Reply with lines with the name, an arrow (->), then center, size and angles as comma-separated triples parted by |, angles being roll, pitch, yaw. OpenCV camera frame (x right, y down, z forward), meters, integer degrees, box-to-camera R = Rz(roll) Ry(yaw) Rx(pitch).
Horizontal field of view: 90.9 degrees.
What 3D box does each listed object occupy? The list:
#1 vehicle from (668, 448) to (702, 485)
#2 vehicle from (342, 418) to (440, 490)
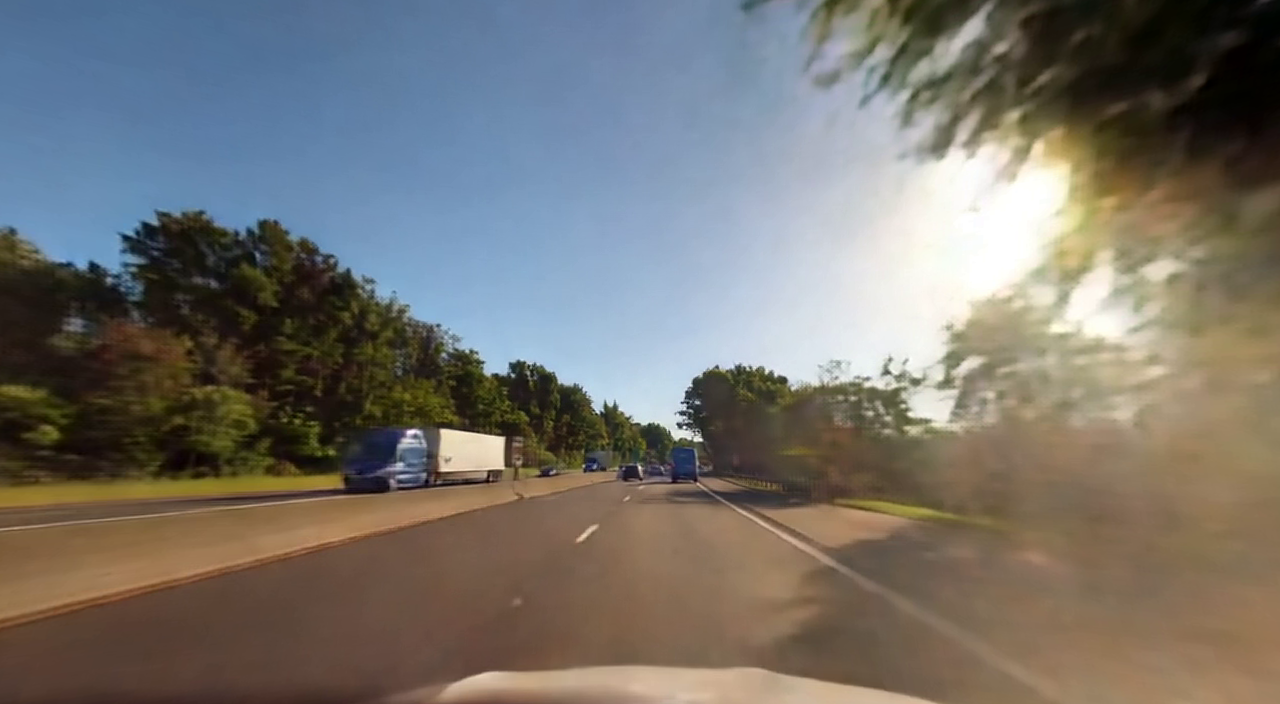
vehicle -> 3.302, 8.585, 47.137 | 2.366, 2.595, 5.793 | 0, -11, 3
vehicle -> -14.673, 6.170, 37.767 | 2.881, 3.885, 6.052 | 0, -11, 4
